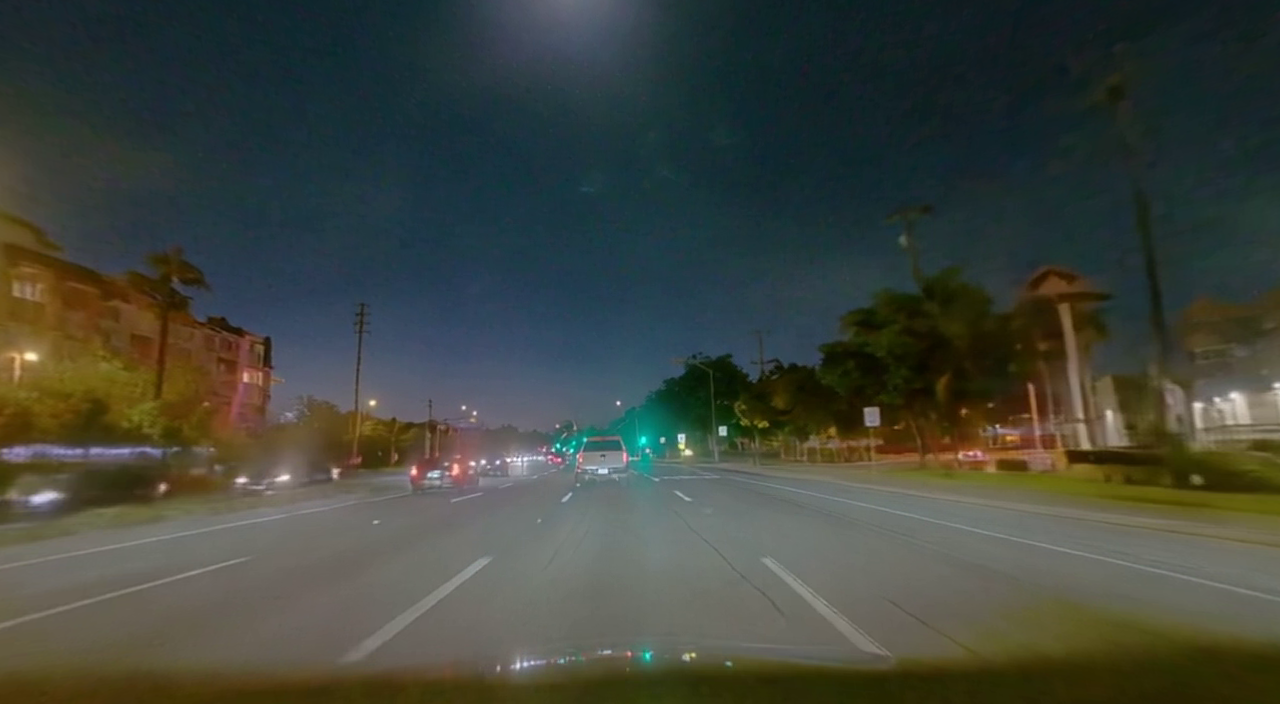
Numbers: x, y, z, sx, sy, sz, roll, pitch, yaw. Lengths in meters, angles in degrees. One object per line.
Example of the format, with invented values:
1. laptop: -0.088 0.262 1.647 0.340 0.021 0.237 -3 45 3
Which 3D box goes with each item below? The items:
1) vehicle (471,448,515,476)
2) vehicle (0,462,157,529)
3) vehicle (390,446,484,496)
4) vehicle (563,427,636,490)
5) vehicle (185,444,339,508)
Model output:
1. vehicle: -9.775 7.304 41.984 2.114 1.698 4.415 0 -9 -3
2. vehicle: -15.669 3.814 17.149 1.971 1.518 3.772 0 -9 -2
3. vehicle: -7.041 4.140 22.289 2.016 1.576 4.215 0 -9 -1
4. vehicle: -1.704 4.114 24.668 2.507 2.161 6.049 1 -9 -6
5. vehicle: -12.213 3.991 20.798 2.213 1.857 4.830 0 -9 -2
